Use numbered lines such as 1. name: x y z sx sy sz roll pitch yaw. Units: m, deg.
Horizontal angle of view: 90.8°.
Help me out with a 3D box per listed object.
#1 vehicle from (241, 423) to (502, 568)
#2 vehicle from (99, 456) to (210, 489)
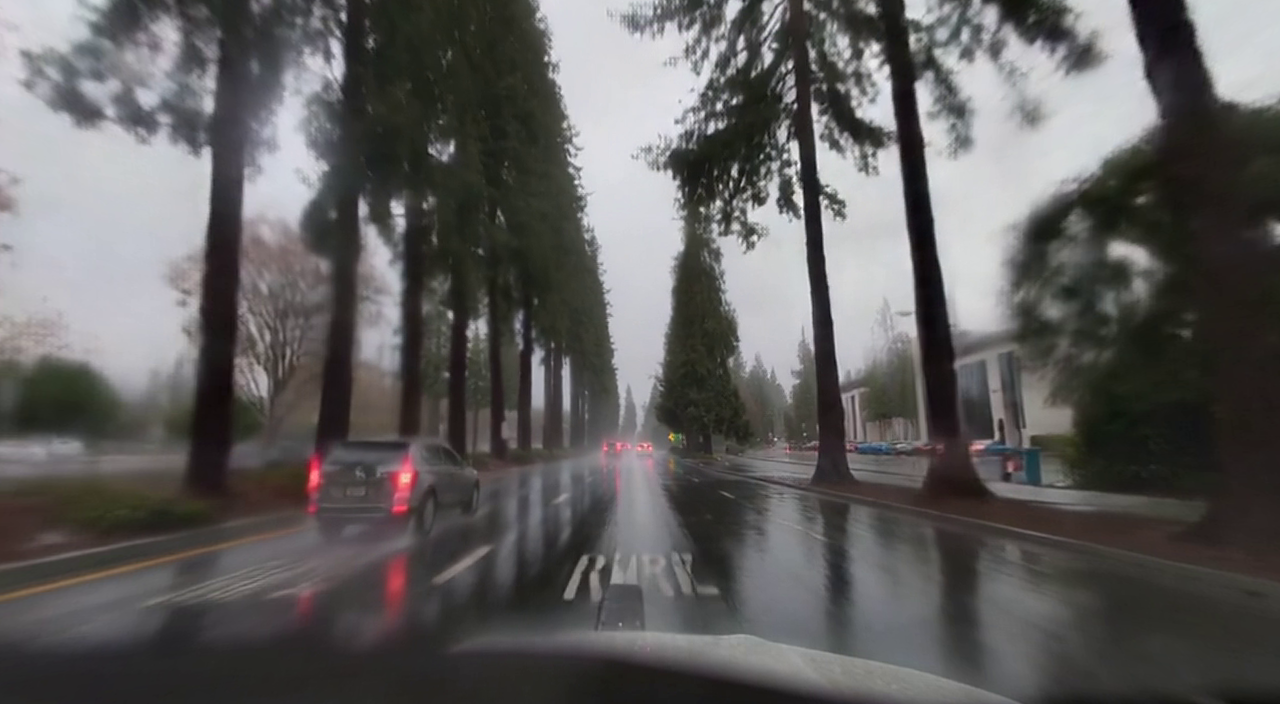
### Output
1. vehicle: -3.434 1.904 9.148 1.942 1.588 4.172 0 -9 0
2. vehicle: -24.521 6.055 32.168 1.985 1.464 4.698 0 -9 -1
